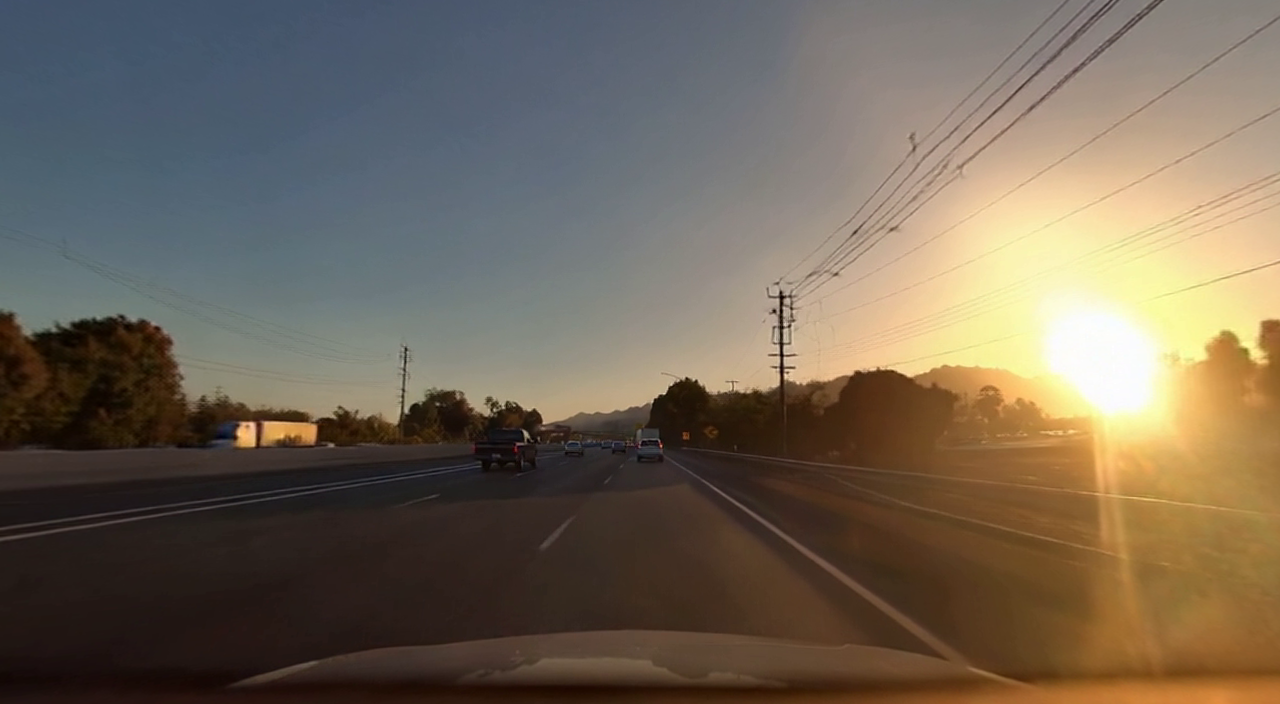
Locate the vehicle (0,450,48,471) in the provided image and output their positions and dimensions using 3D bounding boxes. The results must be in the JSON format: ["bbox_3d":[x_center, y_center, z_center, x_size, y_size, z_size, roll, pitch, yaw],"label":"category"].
[{"bbox_3d":[-46.277,7.903,46.005,1.755,1.457,4.514,0,-8,1],"label":"vehicle"}]

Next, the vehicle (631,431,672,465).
[{"bbox_3d":[0.692,6.141,40.352,2.448,2.025,5.193,0,-8,0],"label":"vehicle"}]

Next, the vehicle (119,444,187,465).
[{"bbox_3d":[-35.617,7.479,46.278,1.728,1.444,3.997,0,-8,1],"label":"vehicle"}]

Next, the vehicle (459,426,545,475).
[{"bbox_3d":[-6.175,4.531,29.211,2.460,1.992,6.474,0,-8,1],"label":"vehicle"}]
